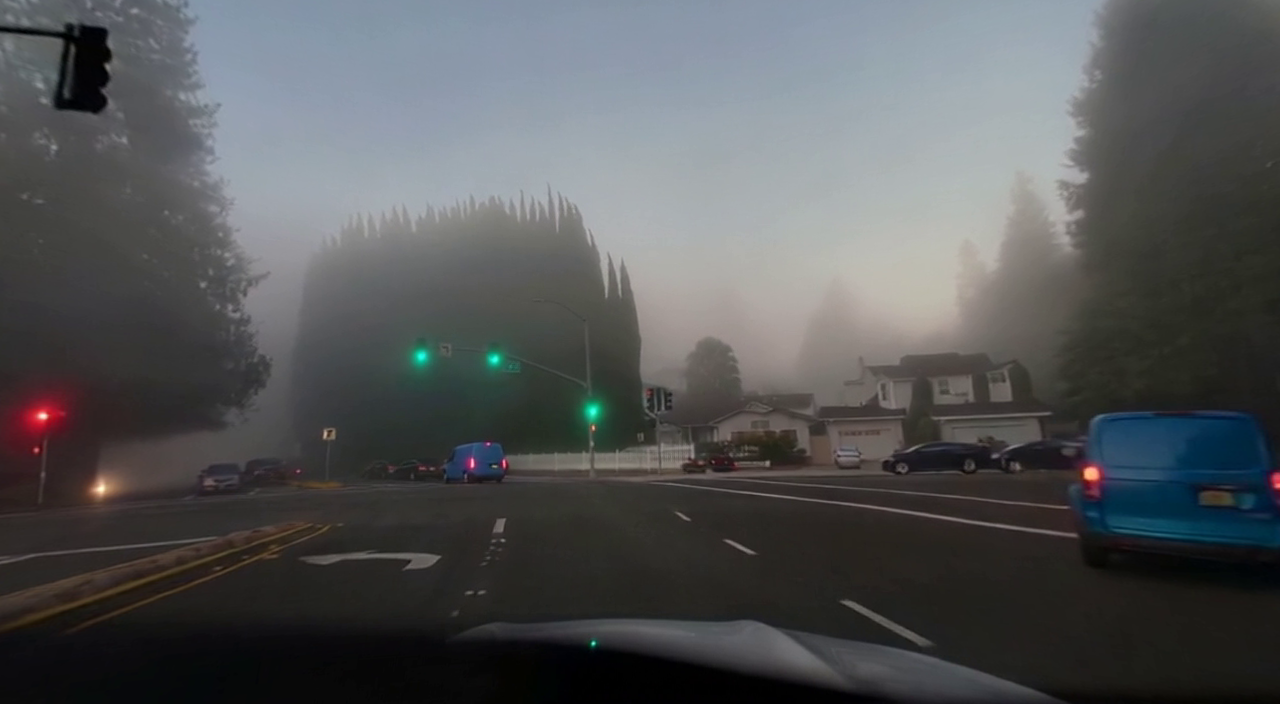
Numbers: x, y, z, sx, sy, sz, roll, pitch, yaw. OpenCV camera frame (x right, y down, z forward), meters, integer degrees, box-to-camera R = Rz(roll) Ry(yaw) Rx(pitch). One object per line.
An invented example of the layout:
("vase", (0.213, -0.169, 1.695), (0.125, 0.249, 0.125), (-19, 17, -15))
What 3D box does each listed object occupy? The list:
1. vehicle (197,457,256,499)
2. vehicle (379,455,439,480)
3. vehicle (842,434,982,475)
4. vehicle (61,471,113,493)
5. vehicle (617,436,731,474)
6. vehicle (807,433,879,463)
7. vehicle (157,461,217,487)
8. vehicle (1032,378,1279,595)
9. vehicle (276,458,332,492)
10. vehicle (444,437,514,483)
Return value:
("vehicle", (-20.253, 6.088, 30.855), (2.078, 1.783, 4.670), (6, -10, -35))
("vehicle", (-14.988, 7.427, 40.829), (2.008, 1.445, 4.386), (8, -12, -43))
("vehicle", (10.324, 3.946, 24.350), (4.509, 1.481, 2.027), (-2, -9, 9))
("vehicle", (-43.520, 10.186, 49.682), (4.290, 1.497, 2.093), (-8, -10, 35))
("vehicle", (1.908, 5.923, 36.455), (6.104, 2.026, 2.514), (-5, -10, 31))
("vehicle", (13.807, 6.497, 43.018), (4.268, 1.765, 1.989), (-4, -5, 29))
("vehicle", (-34.517, 9.259, 48.063), (5.175, 1.791, 2.008), (-7, -10, 34))
("vehicle", (6.185, 1.427, 7.368), (2.133, 1.821, 4.254), (-4, -9, 25))
("vehicle", (-17.147, 6.195, 32.126), (1.952, 1.461, 4.377), (6, -10, -34))
("vehicle", (-8.331, 5.474, 32.353), (2.213, 2.124, 4.809), (5, -10, -29))
